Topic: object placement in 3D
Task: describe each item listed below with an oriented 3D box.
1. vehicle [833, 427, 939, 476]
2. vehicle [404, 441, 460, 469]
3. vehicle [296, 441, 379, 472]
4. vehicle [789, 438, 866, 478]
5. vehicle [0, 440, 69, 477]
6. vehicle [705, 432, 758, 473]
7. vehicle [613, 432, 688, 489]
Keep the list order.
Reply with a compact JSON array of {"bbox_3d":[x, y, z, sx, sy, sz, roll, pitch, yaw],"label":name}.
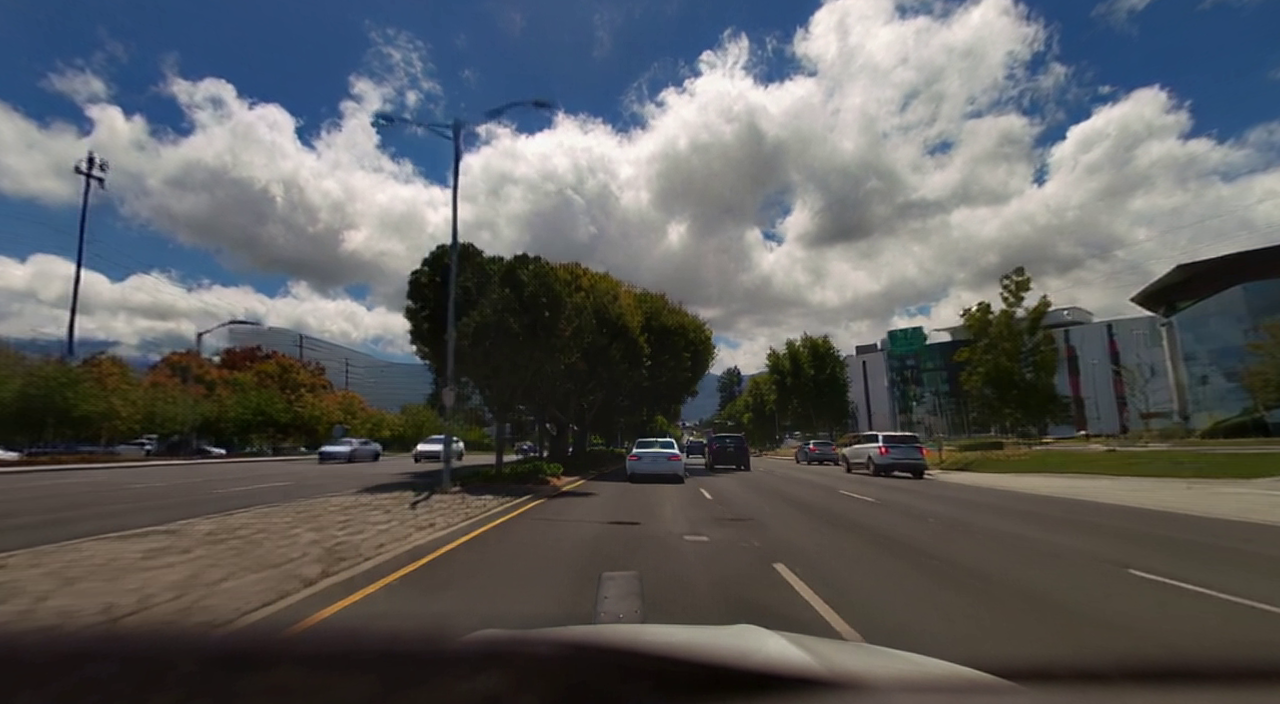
[{"bbox_3d":[11.527,4.749,30.256,2.493,2.084,6.892,0,-8,1],"label":"vehicle"},{"bbox_3d":[-12.473,6.173,38.014,1.869,1.549,4.675,1,-8,-1],"label":"vehicle"},{"bbox_3d":[-15.984,5.518,33.561,2.036,1.524,4.590,0,-8,1],"label":"vehicle"},{"bbox_3d":[7.682,4.366,26.205,1.928,1.488,4.361,0,-8,1],"label":"vehicle"},{"bbox_3d":[-27.487,4.621,27.315,3.405,1.540,1.782,2,-9,-8],"label":"vehicle"},{"bbox_3d":[4.308,4.814,30.233,1.976,1.796,4.159,0,-8,1],"label":"vehicle"},{"bbox_3d":[0.352,3.414,20.189,2.145,1.603,4.369,0,-8,1],"label":"vehicle"}]
